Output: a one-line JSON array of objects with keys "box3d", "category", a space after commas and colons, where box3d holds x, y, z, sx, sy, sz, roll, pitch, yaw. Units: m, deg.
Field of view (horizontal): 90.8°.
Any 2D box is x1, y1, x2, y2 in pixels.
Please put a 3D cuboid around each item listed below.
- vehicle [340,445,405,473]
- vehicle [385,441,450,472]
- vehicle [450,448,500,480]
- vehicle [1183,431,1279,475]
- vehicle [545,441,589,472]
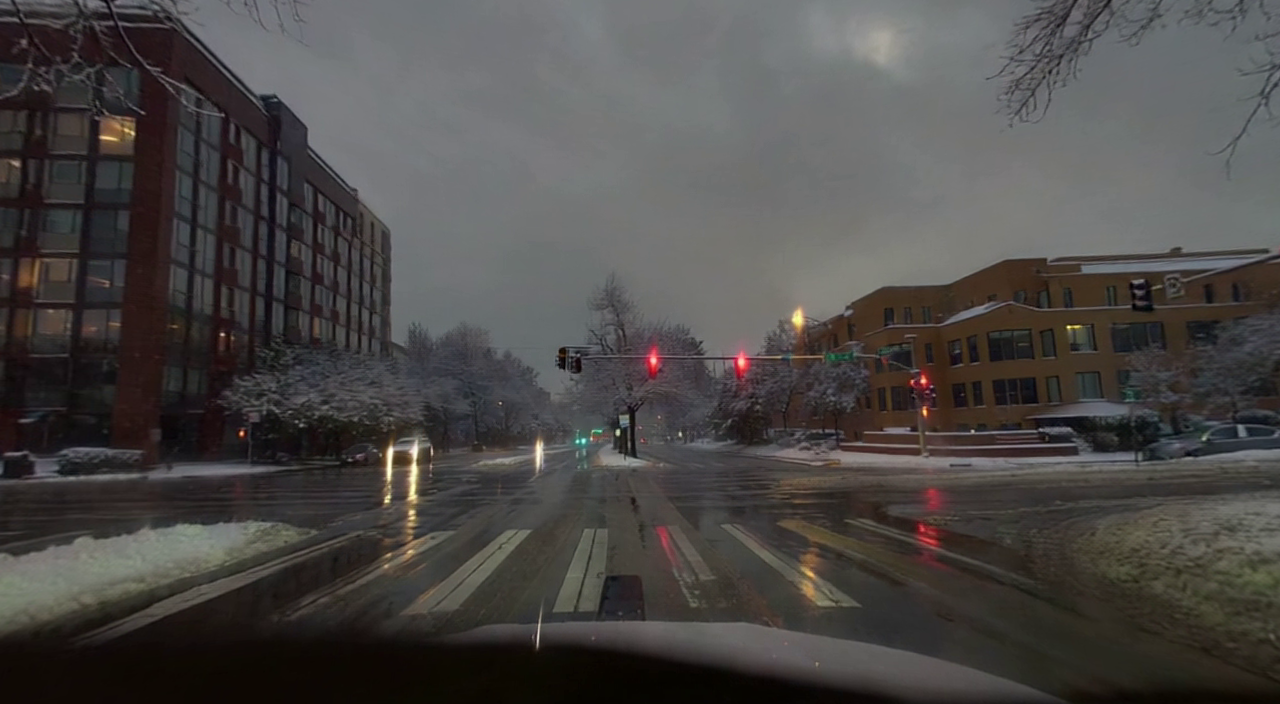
[{"box3d": [-18.544, 7.412, 44.089, 2.237, 1.842, 5.116, 0, -9, 0], "category": "vehicle"}, {"box3d": [-15.126, 7.121, 43.244, 2.340, 1.946, 5.450, -1, -9, 1], "category": "vehicle"}, {"box3d": [-7.341, 4.975, 28.406, 1.910, 1.288, 4.093, 1, -9, -11], "category": "vehicle"}, {"box3d": [22.319, 3.557, 22.356, 4.474, 1.477, 1.908, 0, -9, -2], "category": "vehicle"}, {"box3d": [-3.916, 5.491, 33.371, 2.109, 1.461, 4.637, 1, -9, -9], "category": "vehicle"}]
